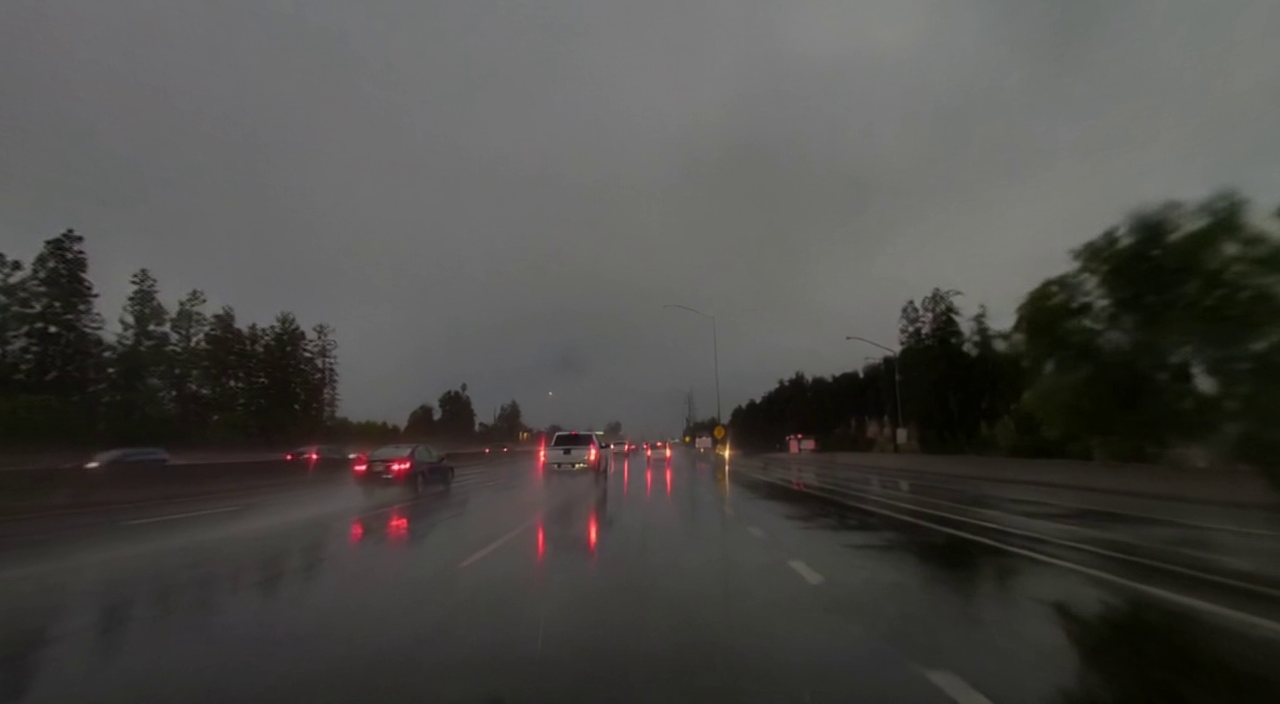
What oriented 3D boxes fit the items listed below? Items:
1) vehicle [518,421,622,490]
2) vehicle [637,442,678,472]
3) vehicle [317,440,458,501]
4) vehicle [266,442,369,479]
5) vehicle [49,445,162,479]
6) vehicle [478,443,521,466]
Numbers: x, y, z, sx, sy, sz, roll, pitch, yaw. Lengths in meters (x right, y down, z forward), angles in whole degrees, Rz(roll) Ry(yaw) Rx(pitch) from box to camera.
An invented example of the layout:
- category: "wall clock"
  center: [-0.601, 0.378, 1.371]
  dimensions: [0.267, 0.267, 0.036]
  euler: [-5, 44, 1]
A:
- category: "vehicle"
  center: [-2.259, 3.662, 22.645]
  dimensions: [2.815, 2.092, 6.526]
  euler: [0, -8, 2]
- category: "vehicle"
  center: [0.869, 5.542, 33.419]
  dimensions: [2.013, 1.444, 4.447]
  euler: [0, -8, 0]
- category: "vehicle"
  center: [-6.853, 3.234, 17.658]
  dimensions: [1.964, 1.481, 4.425]
  euler: [-1, -8, 2]
- category: "vehicle"
  center: [-14.158, 4.780, 27.910]
  dimensions: [1.938, 1.475, 4.760]
  euler: [0, -8, 2]
- category: "vehicle"
  center: [-24.258, 4.995, 28.689]
  dimensions: [1.716, 1.424, 3.862]
  euler: [0, -9, 1]
- category: "vehicle"
  center: [-9.817, 7.171, 44.172]
  dimensions: [1.915, 1.472, 4.502]
  euler: [-1, -8, 2]
